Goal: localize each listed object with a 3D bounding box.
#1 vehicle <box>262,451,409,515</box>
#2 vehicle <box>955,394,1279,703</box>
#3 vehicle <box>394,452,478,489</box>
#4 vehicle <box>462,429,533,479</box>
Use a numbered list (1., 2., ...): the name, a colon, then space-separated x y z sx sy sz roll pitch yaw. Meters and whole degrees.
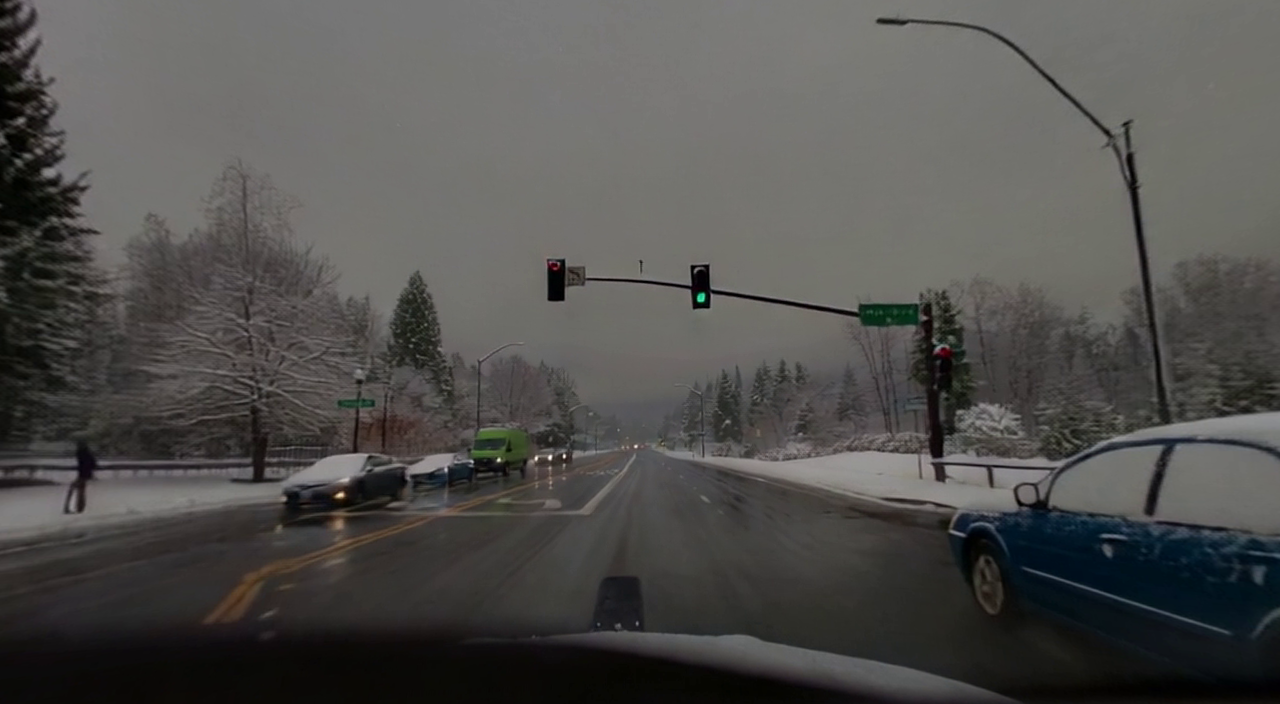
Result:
1. vehicle: -8.211 3.538 17.629 1.906 1.468 4.686 0 -8 -2
2. vehicle: 3.967 1.058 3.365 2.129 1.581 4.780 0 -8 0
3. vehicle: -8.933 5.223 28.167 2.190 1.455 4.516 0 -8 1
4. vehicle: -8.479 6.154 38.442 2.617 2.736 6.621 0 -8 1
